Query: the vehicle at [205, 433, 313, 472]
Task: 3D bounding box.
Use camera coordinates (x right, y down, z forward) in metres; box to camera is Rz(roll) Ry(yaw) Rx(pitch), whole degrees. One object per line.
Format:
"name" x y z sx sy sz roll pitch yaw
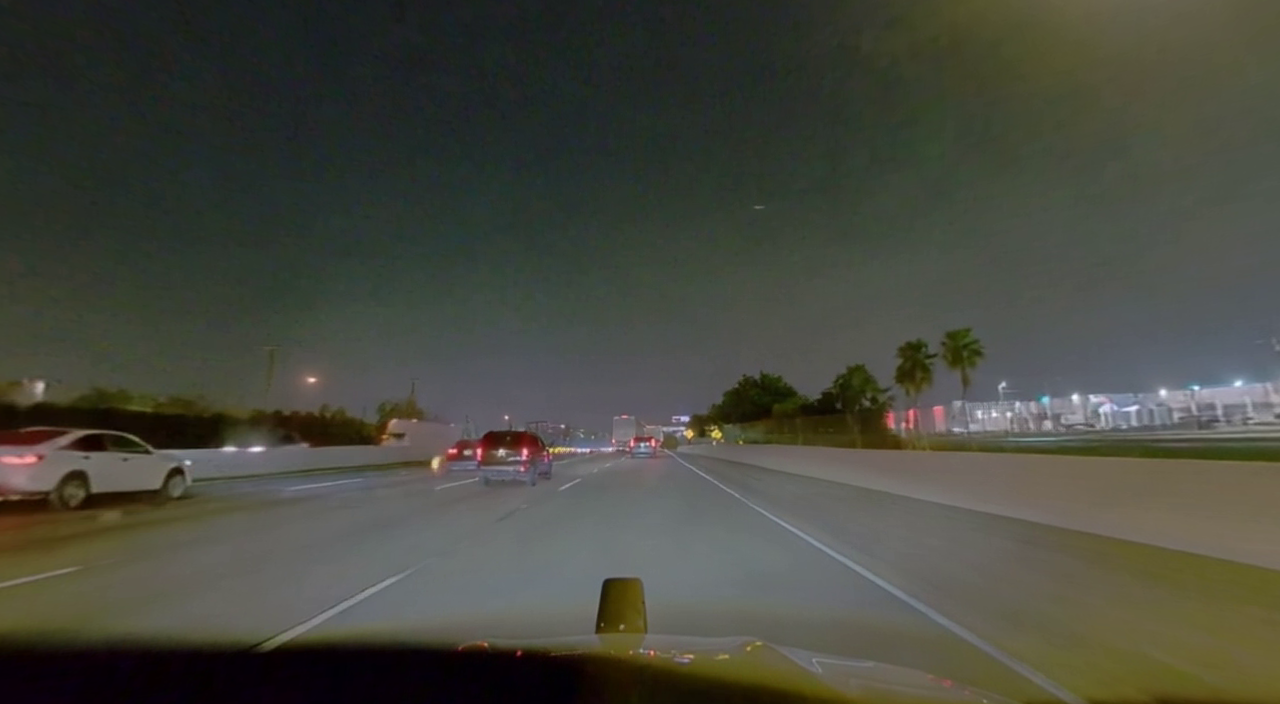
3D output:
"vehicle" -17.456 4.599 29.215 2.045 1.637 4.560 -1 -8 2

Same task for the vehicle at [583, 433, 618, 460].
"vehicle" -3.042 7.356 49.317 2.203 1.958 4.848 -1 -8 3

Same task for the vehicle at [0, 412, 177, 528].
"vehicle" -11.070 2.054 11.276 2.007 1.815 4.558 -1 -8 1

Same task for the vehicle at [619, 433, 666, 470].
"vehicle" 0.177 4.850 31.042 2.136 1.678 4.052 -1 -8 2

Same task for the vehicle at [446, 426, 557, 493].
"vehicle" -3.941 3.147 18.862 2.108 1.740 4.549 -1 -8 2
